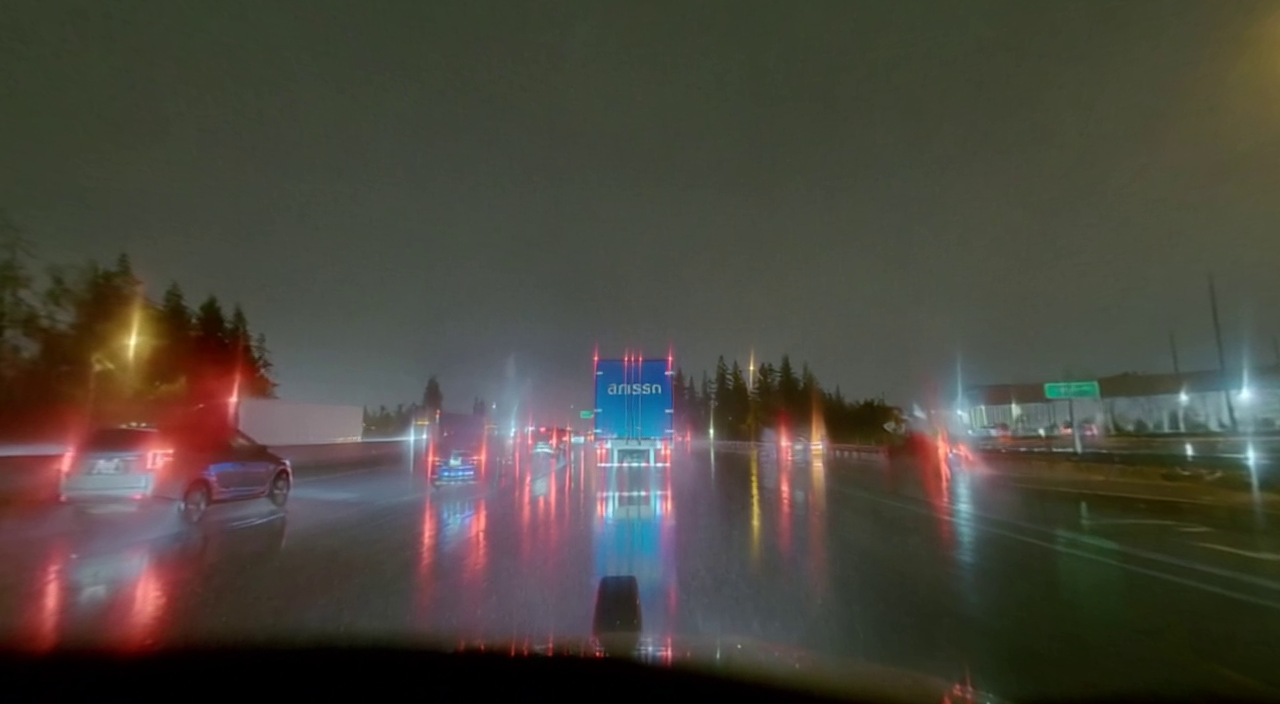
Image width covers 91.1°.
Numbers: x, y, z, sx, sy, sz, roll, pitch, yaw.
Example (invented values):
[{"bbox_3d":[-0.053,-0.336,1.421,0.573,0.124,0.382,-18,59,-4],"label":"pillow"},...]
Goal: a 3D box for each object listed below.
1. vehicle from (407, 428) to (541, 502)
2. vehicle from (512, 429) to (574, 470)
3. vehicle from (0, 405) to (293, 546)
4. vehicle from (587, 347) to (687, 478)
[{"bbox_3d":[-3.753,2.611,15.088,1.964,1.507,4.361,0,-8,1],"label":"vehicle"},{"bbox_3d":[-4.010,4.096,26.759,1.946,1.599,4.073,0,-8,1],"label":"vehicle"},{"bbox_3d":[-7.750,1.808,9.927,1.998,1.698,4.461,0,-8,-1],"label":"vehicle"},{"bbox_3d":[-0.240,2.654,25.771,3.171,4.204,11.036,0,-8,-2],"label":"vehicle"}]
